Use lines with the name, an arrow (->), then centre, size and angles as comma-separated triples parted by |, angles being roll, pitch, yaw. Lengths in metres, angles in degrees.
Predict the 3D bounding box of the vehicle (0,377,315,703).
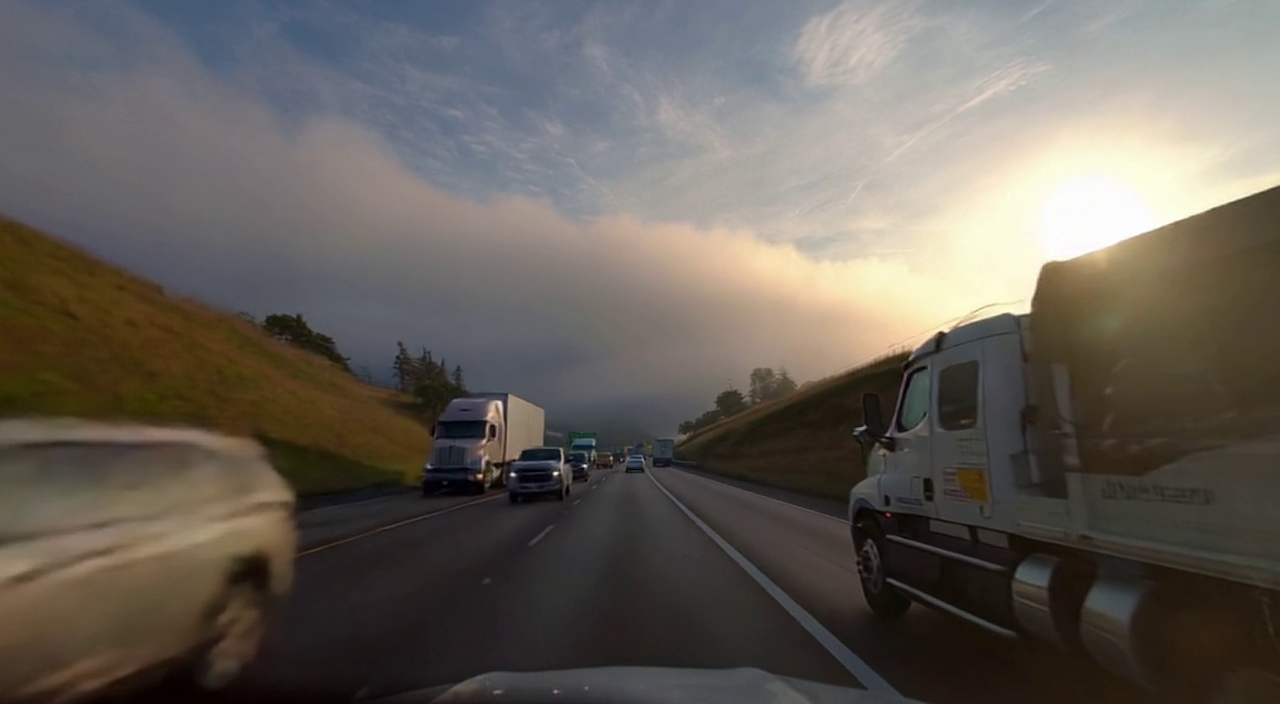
vehicle -> -3.343, 0.954, 2.631 | 2.005, 1.598, 3.684 | 0, -9, -1

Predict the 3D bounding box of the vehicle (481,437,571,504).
vehicle -> -3.473, 3.687, 20.042 | 2.088, 1.860, 4.164 | 0, -9, -1

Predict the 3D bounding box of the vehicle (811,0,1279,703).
vehicle -> 3.137, -0.006, 2.733 | 2.959, 3.973, 5.928 | 0, -9, -1

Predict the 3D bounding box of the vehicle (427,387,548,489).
vehicle -> -7.191, 4.550, 32.565 | 2.892, 4.087, 14.120 | 0, -9, -1
